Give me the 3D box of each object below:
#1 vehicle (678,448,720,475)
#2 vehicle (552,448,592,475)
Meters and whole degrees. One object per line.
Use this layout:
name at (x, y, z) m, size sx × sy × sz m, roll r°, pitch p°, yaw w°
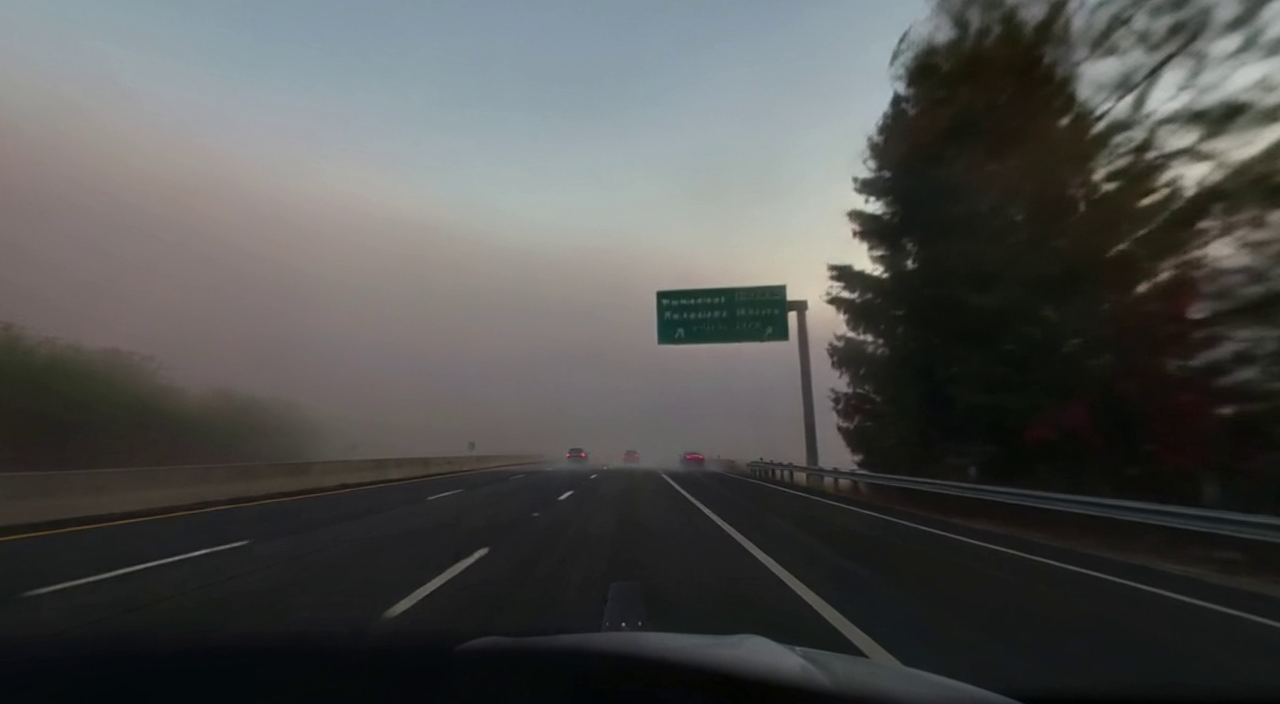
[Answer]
vehicle at (3.440, 6.511, 37.650) m, size 2.019 × 1.475 × 4.301 m, roll 0°, pitch -9°, yaw -1°
vehicle at (-3.981, 6.474, 37.433) m, size 1.955 × 1.468 × 3.637 m, roll 0°, pitch -9°, yaw 0°
